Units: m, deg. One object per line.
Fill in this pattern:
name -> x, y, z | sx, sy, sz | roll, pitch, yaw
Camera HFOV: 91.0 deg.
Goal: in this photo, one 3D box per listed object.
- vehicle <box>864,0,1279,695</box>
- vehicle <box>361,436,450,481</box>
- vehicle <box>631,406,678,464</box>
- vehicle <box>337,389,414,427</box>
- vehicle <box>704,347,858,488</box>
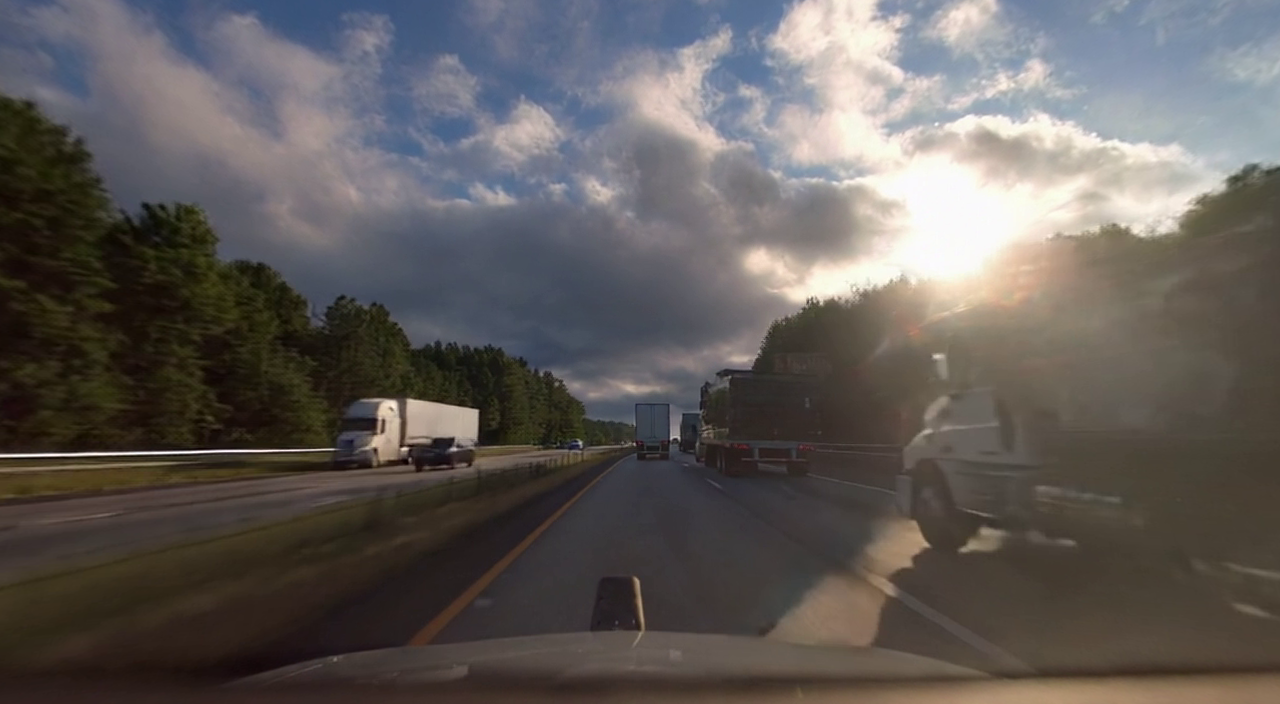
vehicle -> 4.857, -0.104, 3.960 | 2.948, 3.968, 10.119 | 0, -8, -1
vehicle -> -8.334, 3.802, 22.729 | 1.857, 1.465, 3.651 | 0, -8, -1
vehicle -> 0.831, 5.232, 39.400 | 2.644, 3.247, 7.454 | 0, -8, 0
vehicle -> -13.062, 2.854, 31.370 | 1.938, 1.642, 4.195 | 0, -8, 1
vehicle -> 4.826, 2.885, 25.527 | 2.851, 4.077, 14.289 | 0, -8, 0
